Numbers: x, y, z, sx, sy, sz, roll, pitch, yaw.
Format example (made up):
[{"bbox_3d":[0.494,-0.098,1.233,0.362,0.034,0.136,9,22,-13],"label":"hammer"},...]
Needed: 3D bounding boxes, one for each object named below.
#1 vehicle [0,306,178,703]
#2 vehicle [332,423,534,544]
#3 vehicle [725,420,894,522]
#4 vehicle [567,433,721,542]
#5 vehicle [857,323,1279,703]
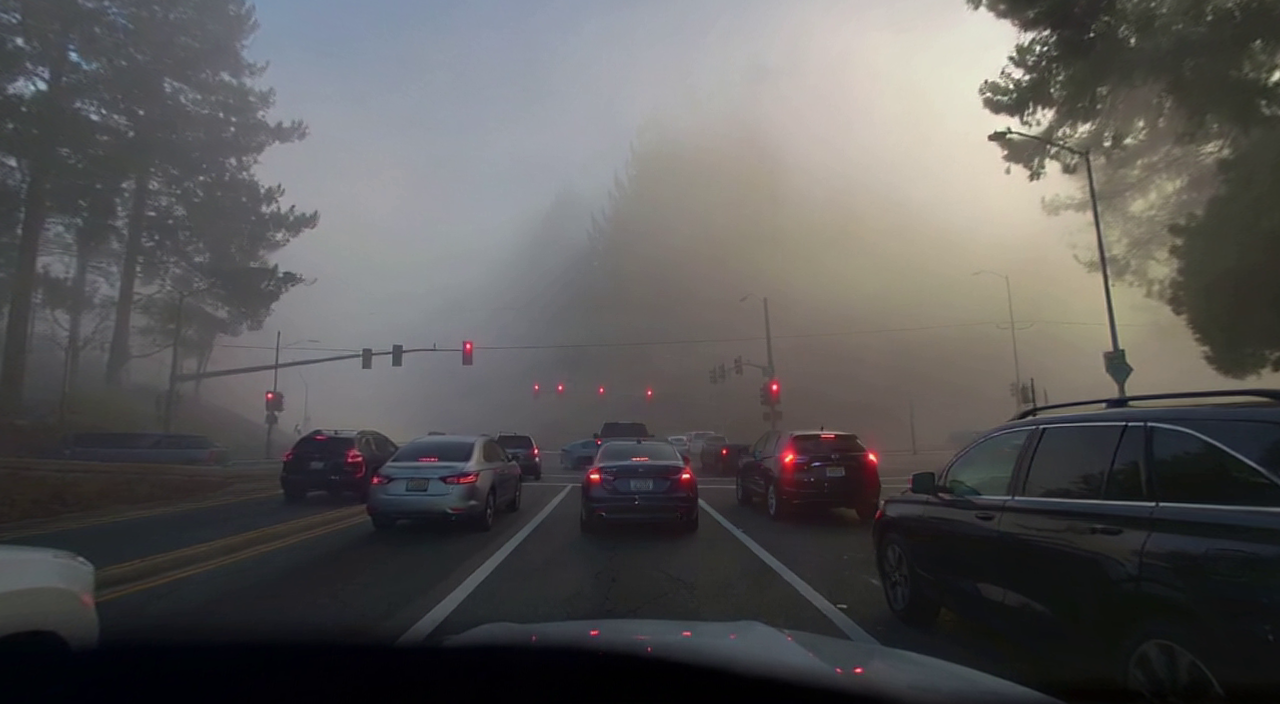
[{"bbox_3d":[-3.202,0.494,0.594,2.079,1.756,4.676,0,-8,-2],"label":"vehicle"},{"bbox_3d":[-3.069,2.033,10.431,1.896,1.546,4.378,0,-8,-1],"label":"vehicle"},{"bbox_3d":[3.074,2.260,12.473,2.106,1.667,4.101,0,-8,-1],"label":"vehicle"},{"bbox_3d":[-0.004,2.105,10.419,2.076,1.438,3.770,0,-8,-2],"label":"vehicle"},{"bbox_3d":[3.148,0.997,3.747,2.074,1.685,4.387,0,-8,-1],"label":"vehicle"}]
